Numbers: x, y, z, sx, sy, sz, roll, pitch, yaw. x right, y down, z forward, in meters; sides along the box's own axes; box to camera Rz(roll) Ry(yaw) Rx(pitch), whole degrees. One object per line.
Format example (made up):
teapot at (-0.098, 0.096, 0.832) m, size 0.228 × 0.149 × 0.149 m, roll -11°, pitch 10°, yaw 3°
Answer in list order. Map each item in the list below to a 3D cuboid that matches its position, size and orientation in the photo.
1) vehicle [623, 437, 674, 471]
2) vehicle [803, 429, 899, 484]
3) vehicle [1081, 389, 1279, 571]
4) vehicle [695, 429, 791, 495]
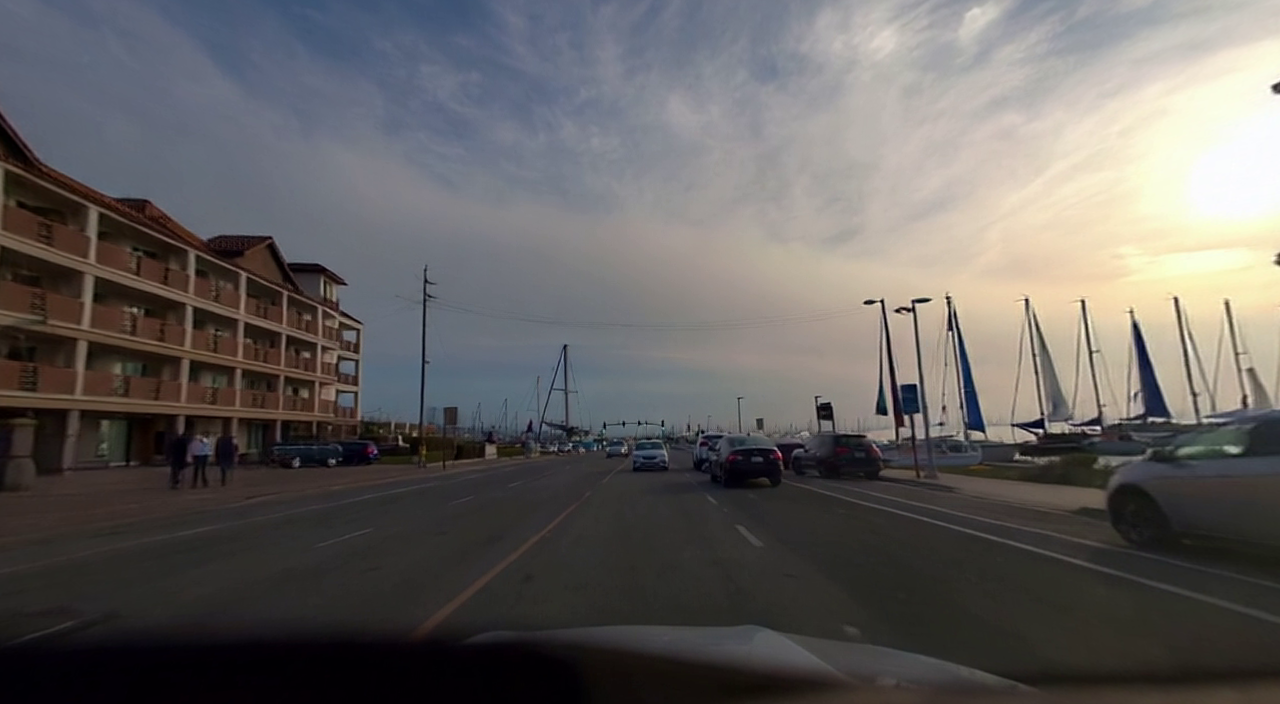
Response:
vehicle at (0.425, 4.855, 30.161) m, size 2.284 × 1.496 × 3.949 m, roll -1°, pitch -8°, yaw 1°
vehicle at (7.828, 3.899, 23.867) m, size 1.969 × 1.852 × 4.513 m, roll 0°, pitch -8°, yaw -1°
vehicle at (7.757, 1.385, 6.962) m, size 2.056 × 1.896 × 5.062 m, roll 0°, pitch -8°, yaw 0°
vehicle at (2.778, 3.063, 17.932) m, size 2.047 × 1.640 × 4.051 m, roll -1°, pitch -8°, yaw 0°
